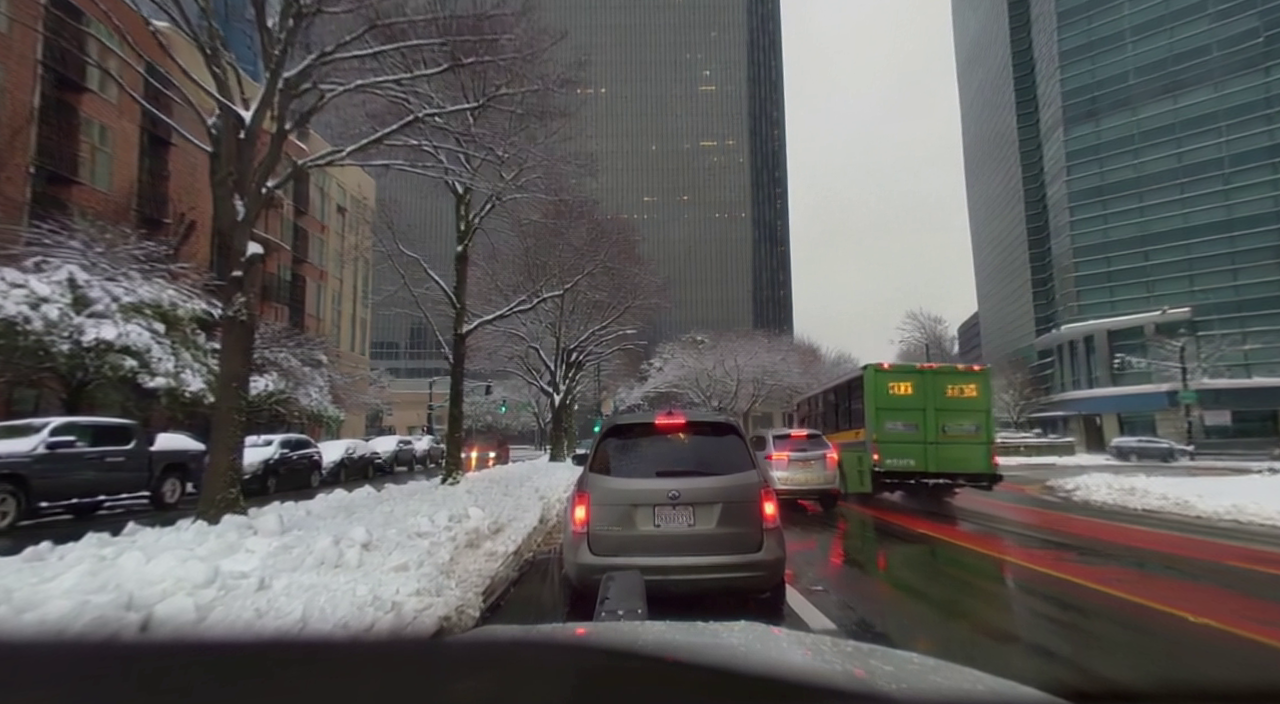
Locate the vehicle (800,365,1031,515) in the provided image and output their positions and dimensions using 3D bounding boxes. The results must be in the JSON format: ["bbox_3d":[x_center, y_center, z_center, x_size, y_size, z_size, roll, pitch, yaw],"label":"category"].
[{"bbox_3d":[6.727,2.395,17.139,3.113,3.116,7.650,0,-8,3],"label":"vehicle"}]

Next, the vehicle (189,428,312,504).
[{"bbox_3d":[-11.175,3.267,18.418,1.559,1.973,3.419,1,-9,-5],"label":"vehicle"}]

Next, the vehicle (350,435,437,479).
[{"bbox_3d":[-12.020,5.147,31.315,2.338,1.963,5.740,0,-9,-4],"label":"vehicle"}]

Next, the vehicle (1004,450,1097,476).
[{"bbox_3d":[28.087,7.550,43.331,5.153,1.626,1.895,-6,-10,34],"label":"vehicle"}]

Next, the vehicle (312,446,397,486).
[{"bbox_3d":[-11.517,4.587,25.800,1.791,1.463,4.210,0,-9,-4],"label":"vehicle"}]

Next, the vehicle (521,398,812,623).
[{"bbox_3d":[0.235,1.509,6.939,2.192,1.695,4.142,0,-8,1],"label":"vehicle"}]

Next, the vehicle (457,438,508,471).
[{"bbox_3d":[-9.126,5.981,37.017,2.198,1.779,4.926,1,-9,-7],"label":"vehicle"}]

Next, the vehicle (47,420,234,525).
[{"bbox_3d":[-10.805,2.583,13.999,1.482,2.019,3.297,0,-9,-4],"label":"vehicle"}]

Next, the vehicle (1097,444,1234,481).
[{"bbox_3d":[30.884,6.505,37.462,5.890,1.996,2.155,-6,-10,34],"label":"vehicle"}]

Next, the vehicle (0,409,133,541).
[{"bbox_3d":[-10.457,1.983,10.367,1.543,1.946,3.454,1,-9,-6],"label":"vehicle"}]
